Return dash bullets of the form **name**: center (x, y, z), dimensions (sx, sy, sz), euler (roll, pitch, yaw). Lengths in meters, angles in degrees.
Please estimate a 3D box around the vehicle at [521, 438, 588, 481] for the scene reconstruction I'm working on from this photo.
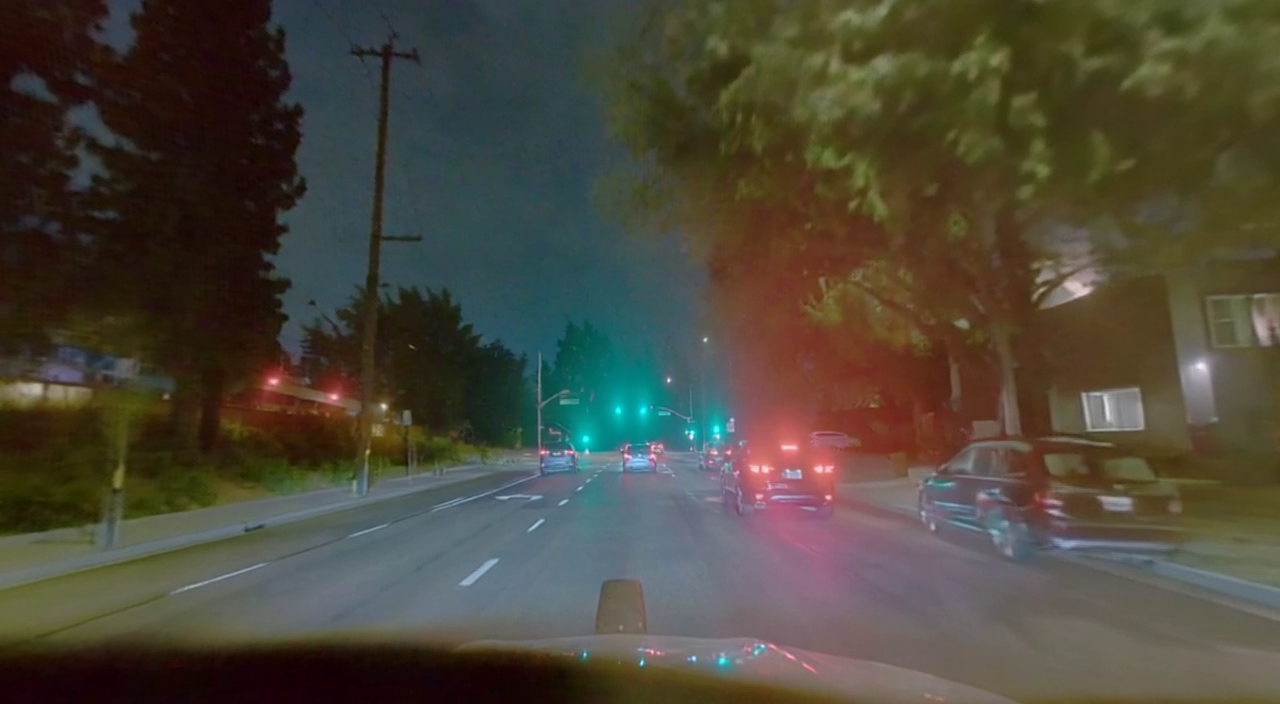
- **vehicle**: center (-3.256, 4.200, 24.964), dimensions (2.012, 1.505, 4.205), euler (0, -8, 1)

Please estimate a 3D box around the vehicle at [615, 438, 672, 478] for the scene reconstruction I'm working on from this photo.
- **vehicle**: center (0.104, 4.212, 25.314), dimensions (2.101, 1.467, 4.210), euler (0, -8, 0)

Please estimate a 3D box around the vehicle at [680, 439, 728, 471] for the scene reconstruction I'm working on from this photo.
- **vehicle**: center (3.172, 5.205, 32.025), dimensions (1.943, 1.484, 4.030), euler (0, -8, -1)

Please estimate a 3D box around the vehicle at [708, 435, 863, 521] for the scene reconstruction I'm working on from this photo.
- **vehicle**: center (2.790, 2.522, 13.287), dimensions (2.158, 1.483, 4.415), euler (0, -8, -1)

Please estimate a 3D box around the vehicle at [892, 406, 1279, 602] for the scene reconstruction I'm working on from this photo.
- **vehicle**: center (5.675, 1.877, 8.877), dimensions (2.277, 1.850, 4.717), euler (4, -8, -1)
